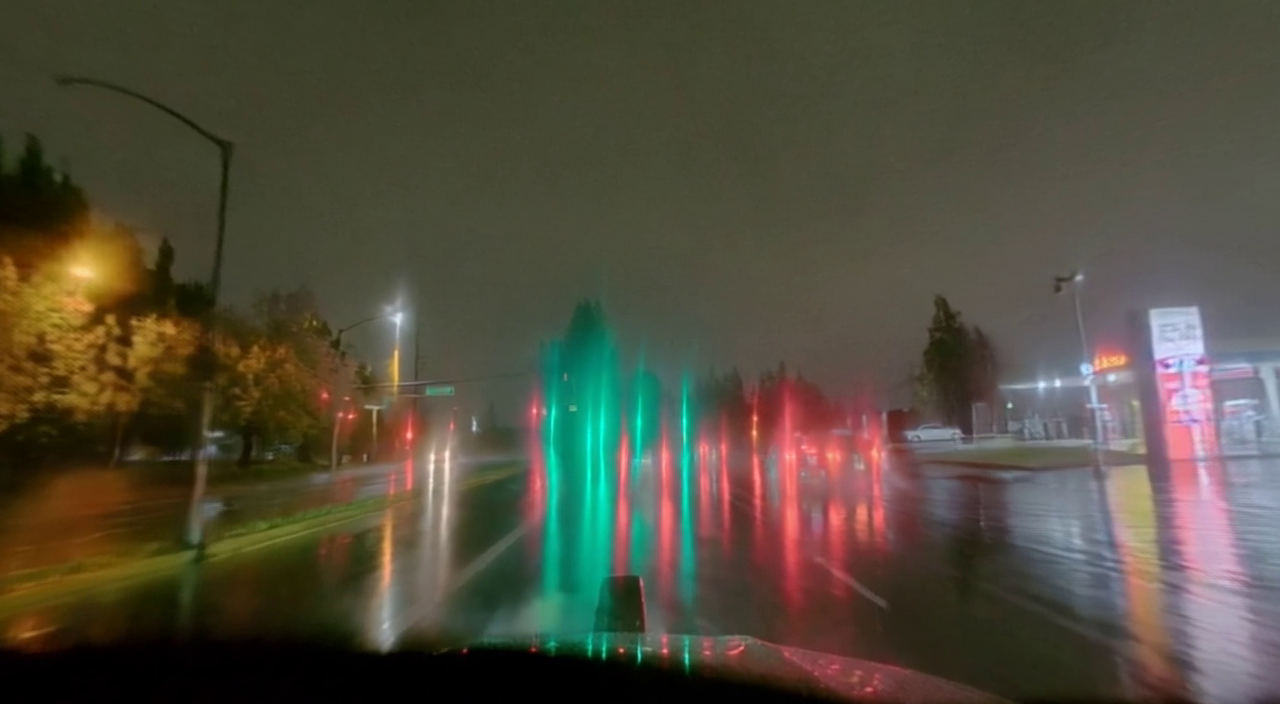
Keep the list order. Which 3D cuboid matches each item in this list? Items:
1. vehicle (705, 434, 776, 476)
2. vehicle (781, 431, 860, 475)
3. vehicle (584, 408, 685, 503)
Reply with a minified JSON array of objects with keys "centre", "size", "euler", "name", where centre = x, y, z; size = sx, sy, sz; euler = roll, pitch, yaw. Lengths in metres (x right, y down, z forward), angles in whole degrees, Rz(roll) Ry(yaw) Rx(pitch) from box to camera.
[{"centre":[3.783,3.969,24.550],"size":[1.940,1.474,4.234],"euler":[0,-8,-2],"name":"vehicle"},{"centre":[7.036,3.973,25.084],"size":[1.793,1.585,4.130],"euler":[0,-8,-1],"name":"vehicle"},{"centre":[-0.126,2.445,15.226],"size":[2.038,1.917,4.900],"euler":[0,-8,0],"name":"vehicle"}]
